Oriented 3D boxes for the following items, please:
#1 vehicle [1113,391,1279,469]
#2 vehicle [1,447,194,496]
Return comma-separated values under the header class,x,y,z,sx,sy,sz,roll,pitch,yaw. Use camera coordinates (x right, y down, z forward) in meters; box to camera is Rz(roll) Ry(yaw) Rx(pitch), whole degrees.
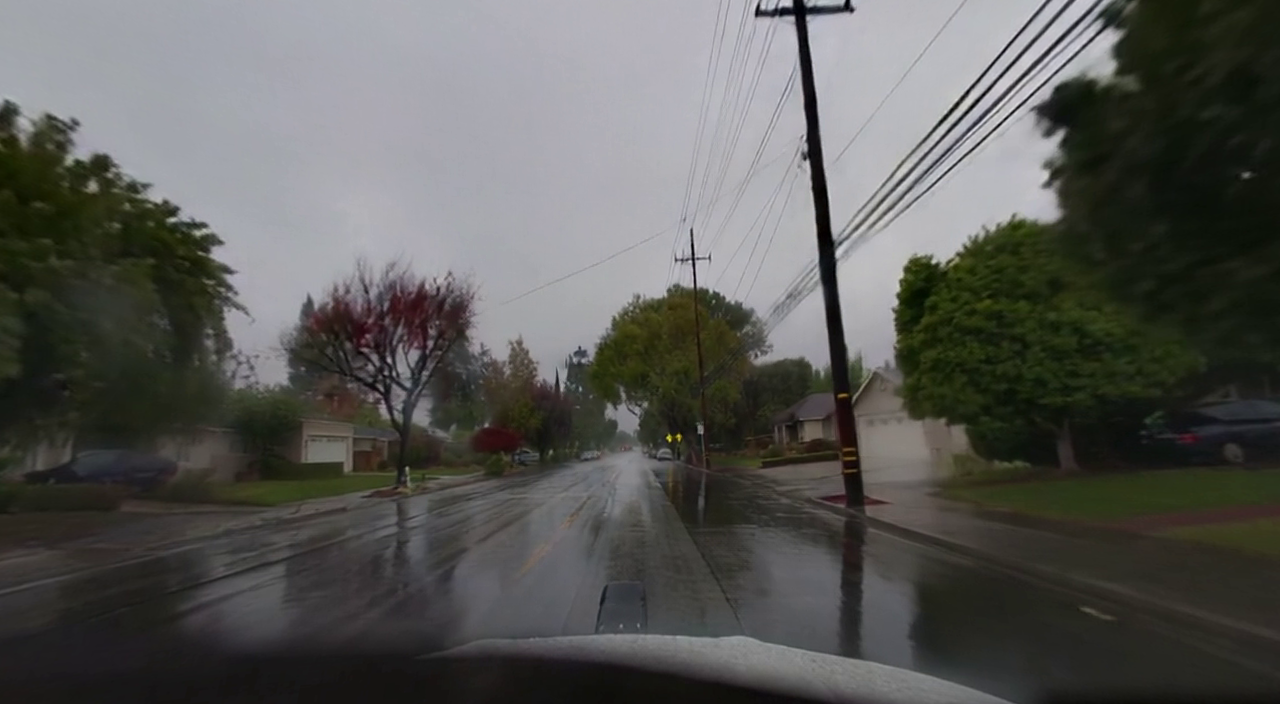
class,x,y,z,sx,sy,sz,roll,pitch,yaw
vehicle,14.628,1.929,15.446,4.672,1.732,2.020,1,-9,-7
vehicle,-17.591,3.833,20.677,4.519,1.426,1.903,8,-12,-43
